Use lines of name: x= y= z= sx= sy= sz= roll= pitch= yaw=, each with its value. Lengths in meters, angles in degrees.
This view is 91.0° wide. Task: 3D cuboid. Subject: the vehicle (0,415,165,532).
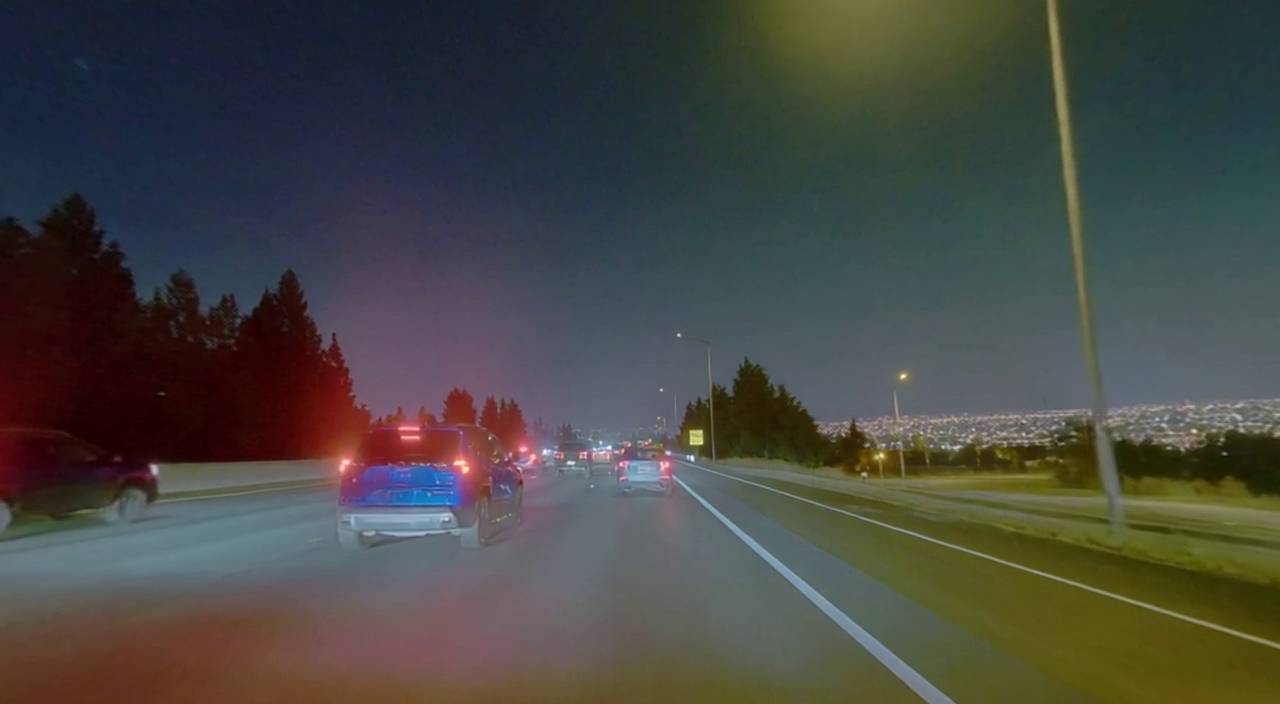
vehicle: x=-10.699 y=1.966 z=10.338 sx=2.011 sy=1.751 sz=4.712 roll=0 pitch=-9 yaw=1

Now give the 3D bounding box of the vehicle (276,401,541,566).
vehicle: x=-2.883 y=1.754 z=9.053 sx=2.123 sy=1.798 sz=4.108 roll=0 pitch=-9 yaw=2

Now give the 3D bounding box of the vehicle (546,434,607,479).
vehicle: x=-2.653 y=4.528 z=27.466 sx=2.125 sy=1.771 sz=4.721 roll=0 pitch=-9 yaw=1

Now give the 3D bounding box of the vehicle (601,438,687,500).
vehicle: x=0.069 y=3.154 z=17.303 sx=2.068 sy=1.488 sz=4.045 roll=0 pitch=-9 yaw=-1
